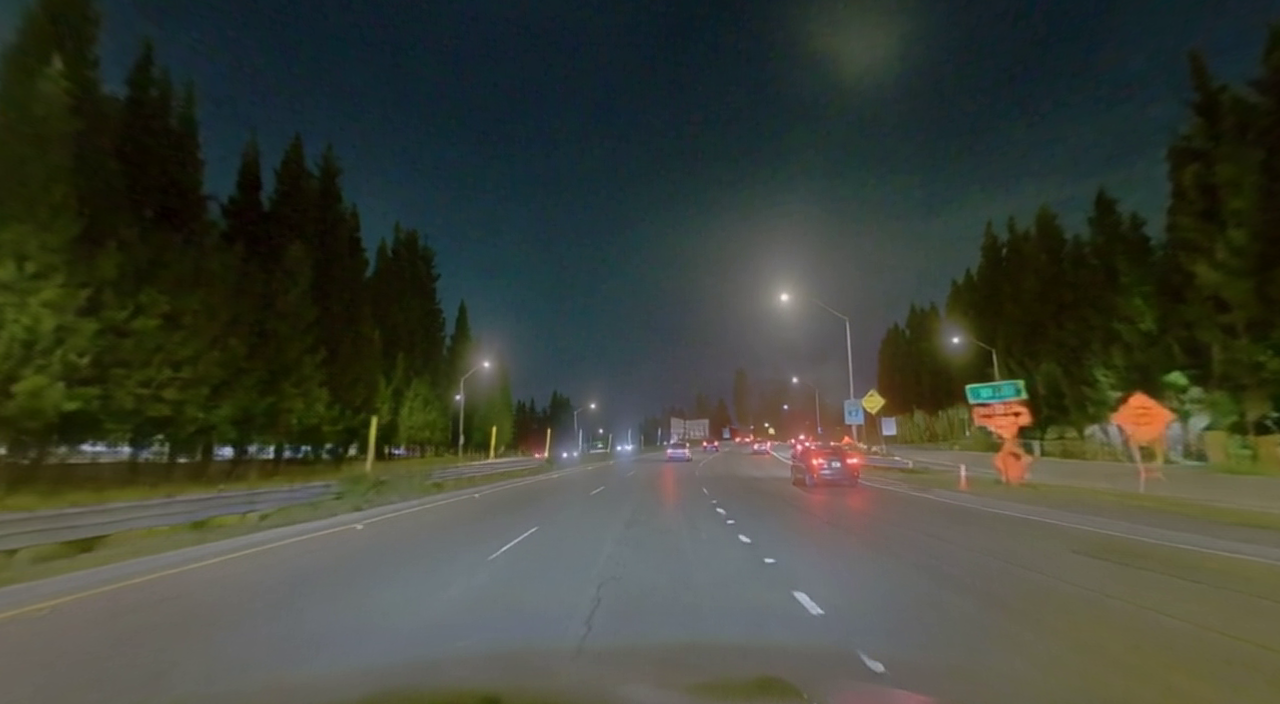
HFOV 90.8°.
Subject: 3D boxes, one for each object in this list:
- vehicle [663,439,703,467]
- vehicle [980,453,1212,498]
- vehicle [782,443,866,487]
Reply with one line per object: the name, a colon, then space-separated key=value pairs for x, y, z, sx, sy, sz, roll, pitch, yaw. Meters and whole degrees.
vehicle: x=2.796 y=6.430 z=40.430 sx=2.201 sy=1.676 sz=4.541 roll=-1 pitch=-9 yaw=8
vehicle: x=12.186 y=3.326 z=17.472 sx=3.503 sy=1.020 sz=4.269 roll=-1 pitch=-9 yaw=7
vehicle: x=6.706 y=4.147 z=23.467 sx=2.044 sy=1.474 sz=4.083 roll=-1 pitch=-8 yaw=3
